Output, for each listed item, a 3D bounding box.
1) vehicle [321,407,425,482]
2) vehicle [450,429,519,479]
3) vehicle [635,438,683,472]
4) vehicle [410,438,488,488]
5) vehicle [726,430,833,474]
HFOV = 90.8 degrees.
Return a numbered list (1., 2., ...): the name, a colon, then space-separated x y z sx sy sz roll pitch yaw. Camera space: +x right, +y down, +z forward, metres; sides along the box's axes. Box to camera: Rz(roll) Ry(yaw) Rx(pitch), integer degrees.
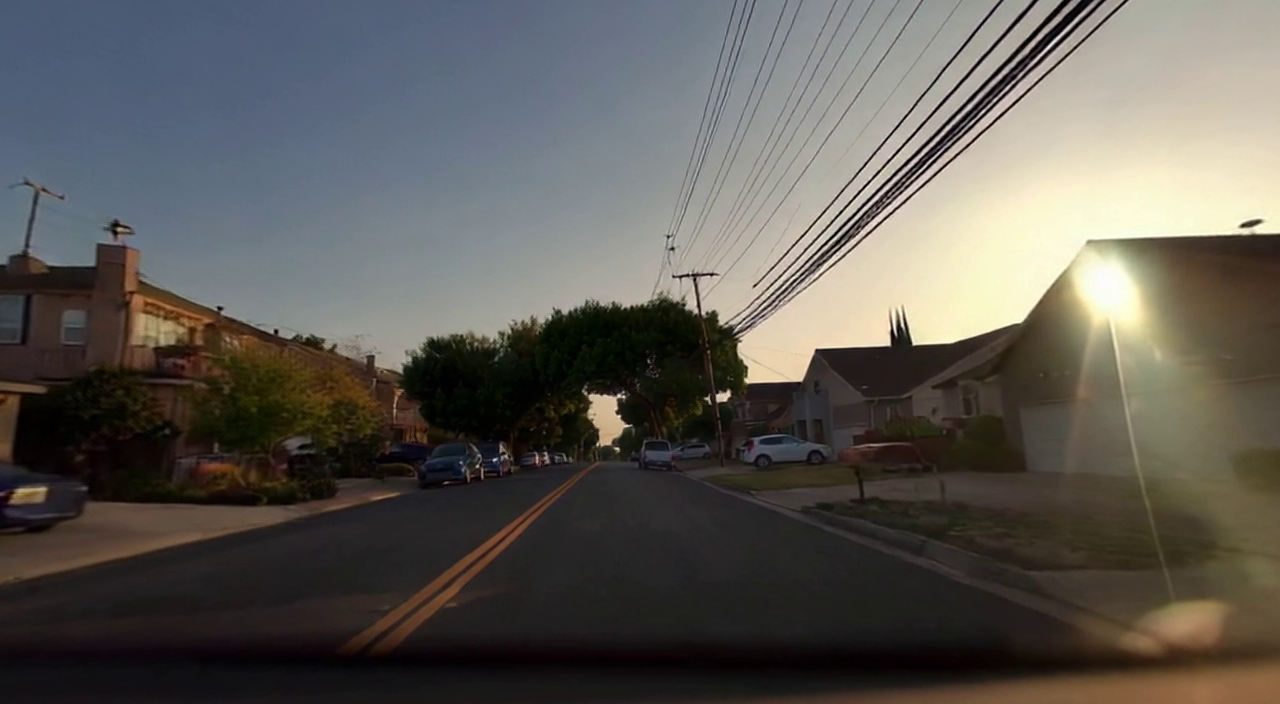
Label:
1. vehicle: -12.998 4.631 31.591 2.781 3.221 7.995 1 -8 -9
2. vehicle: -8.010 5.467 33.221 2.269 2.229 6.042 -2 -12 -1
3. vehicle: 1.115 6.421 39.720 2.203 1.952 5.111 1 -8 -7
4. vehicle: -7.767 4.666 26.182 2.046 1.777 4.473 -2 -12 -3
5. vehicle: 6.647 4.831 30.447 4.489 1.812 2.056 0 -13 -7
